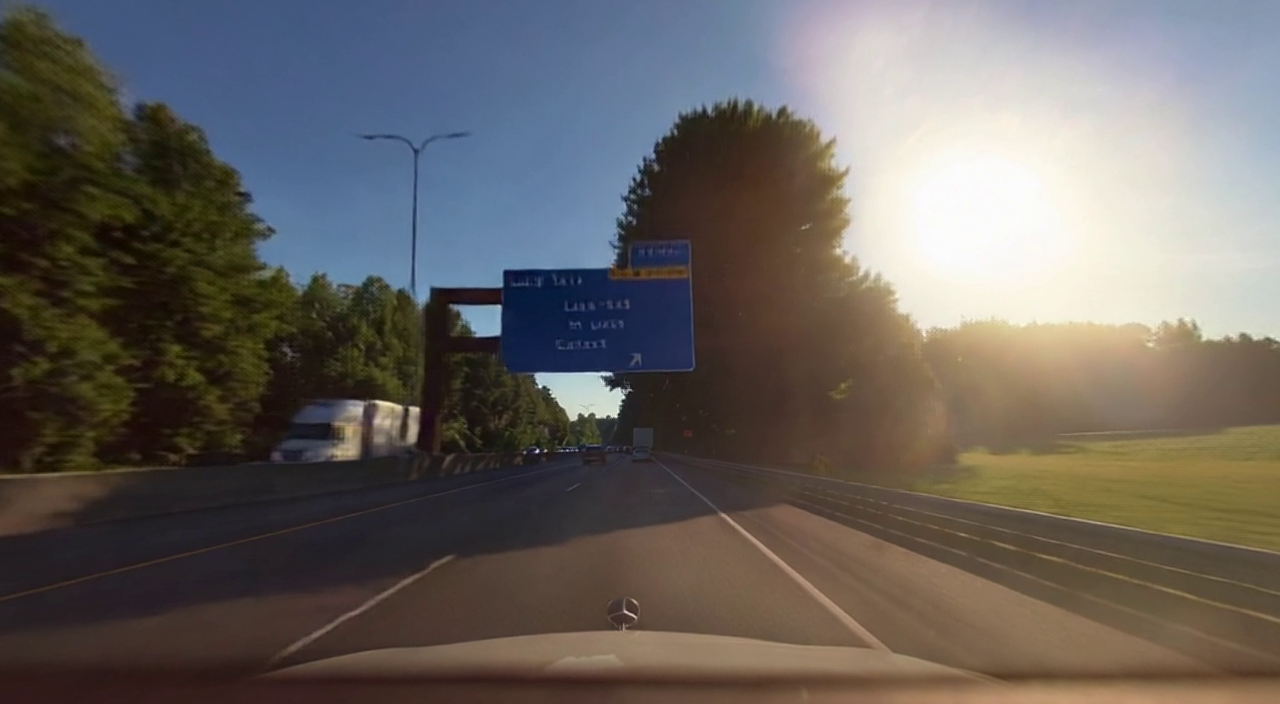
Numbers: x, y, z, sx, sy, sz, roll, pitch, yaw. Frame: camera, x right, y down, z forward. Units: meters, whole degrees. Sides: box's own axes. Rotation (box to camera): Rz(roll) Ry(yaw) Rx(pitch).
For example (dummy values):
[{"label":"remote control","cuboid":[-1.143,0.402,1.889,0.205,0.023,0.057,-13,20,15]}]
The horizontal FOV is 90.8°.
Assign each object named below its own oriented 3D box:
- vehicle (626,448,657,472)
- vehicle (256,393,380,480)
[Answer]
[{"label":"vehicle","cuboid":[0.085,6.731,39.483,1.853,1.436,3.438,0,-9,0]},{"label":"vehicle","cuboid":[-15.860,4.294,31.678,2.967,3.966,5.856,0,-9,0]}]
